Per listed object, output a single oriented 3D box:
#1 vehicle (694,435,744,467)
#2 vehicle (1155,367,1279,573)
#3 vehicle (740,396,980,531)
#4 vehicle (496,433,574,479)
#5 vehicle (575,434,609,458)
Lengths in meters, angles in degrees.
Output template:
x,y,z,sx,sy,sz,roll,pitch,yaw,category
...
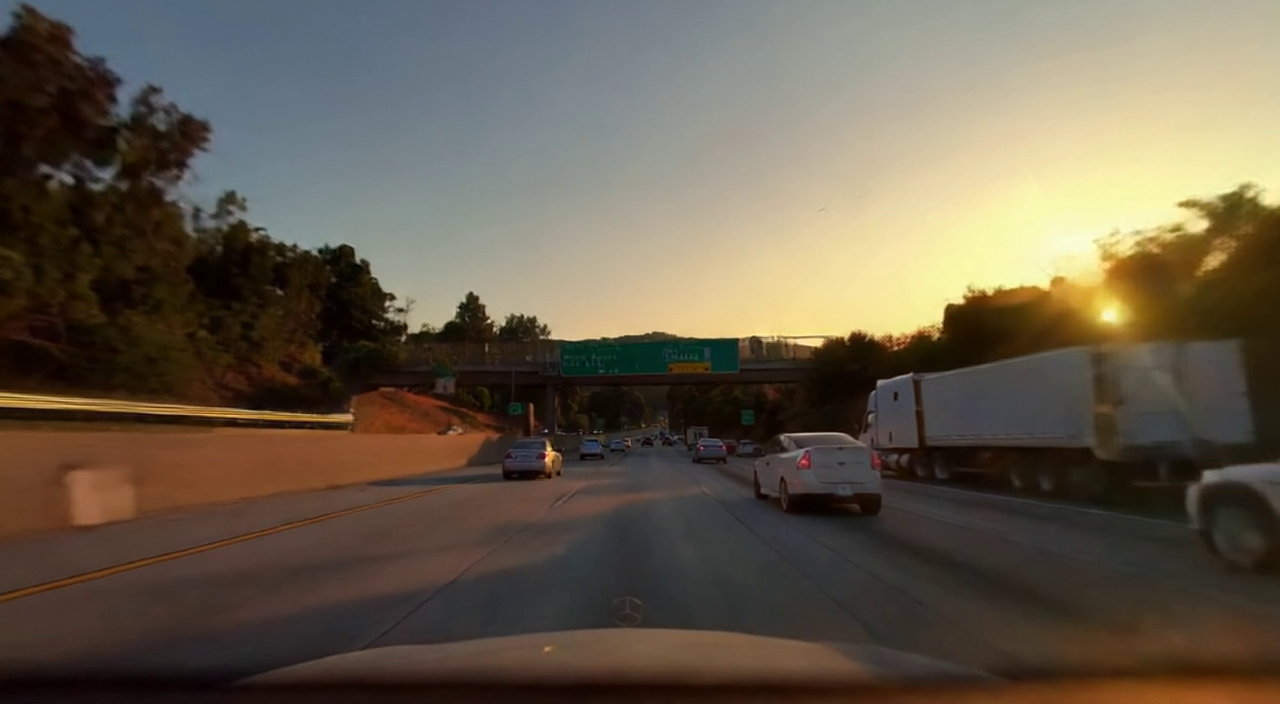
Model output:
x,y,z,sx,sy,sz,roll,pitch,yaw,category
3.905,4.991,31.852,1.953,1.480,4.053,0,-8,-1,vehicle
7.308,0.926,4.621,2.291,1.968,5.662,0,-8,1,vehicle
3.620,2.011,11.948,2.517,1.935,5.552,0,-8,0,vehicle
-3.608,3.654,22.405,1.978,1.473,4.073,0,-8,2,vehicle
-3.352,6.645,44.672,2.020,1.628,4.248,0,-8,1,vehicle
